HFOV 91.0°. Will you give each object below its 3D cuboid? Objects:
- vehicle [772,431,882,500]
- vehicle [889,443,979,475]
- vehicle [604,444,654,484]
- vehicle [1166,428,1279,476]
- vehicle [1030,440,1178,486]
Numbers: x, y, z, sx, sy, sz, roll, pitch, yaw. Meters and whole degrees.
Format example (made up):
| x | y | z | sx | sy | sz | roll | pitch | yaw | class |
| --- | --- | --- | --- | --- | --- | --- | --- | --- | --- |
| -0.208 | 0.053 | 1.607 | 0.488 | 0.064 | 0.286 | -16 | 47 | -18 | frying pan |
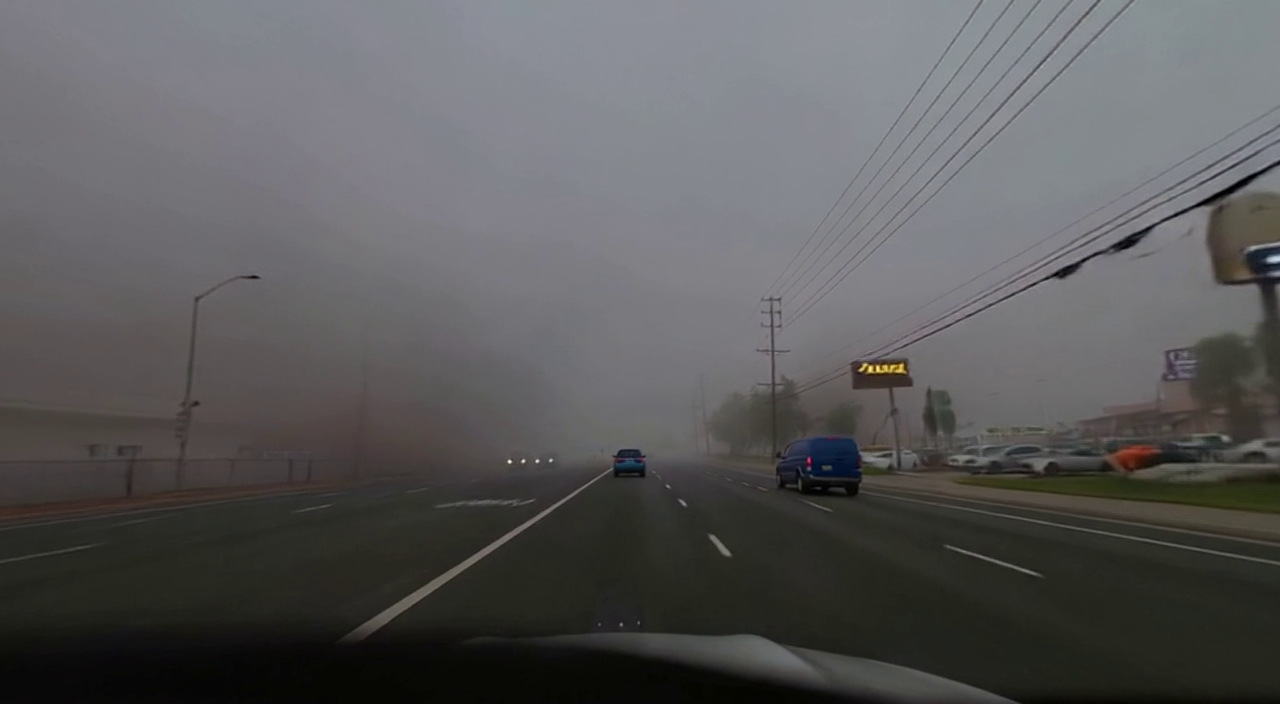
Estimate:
| x | y | z | sx | sy | sz | roll | pitch | yaw | class |
| --- | --- | --- | --- | --- | --- | --- | --- | --- | --- |
| 5.756 | 3.556 | 20.087 | 2.107 | 1.928 | 4.471 | 0 | -9 | 0 | vehicle |
| 17.381 | 6.320 | 37.344 | 4.323 | 1.466 | 1.878 | -5 | -9 | 1 | vehicle |
| -0.484 | 5.064 | 28.854 | 2.138 | 1.672 | 4.168 | 0 | -9 | 0 | vehicle |
| 27.683 | 4.525 | 28.684 | 2.343 | 1.886 | 5.732 | -4 | -9 | 0 | vehicle |
| 17.576 | 4.210 | 23.988 | 4.008 | 1.432 | 1.913 | -4 | -9 | 0 | vehicle |
